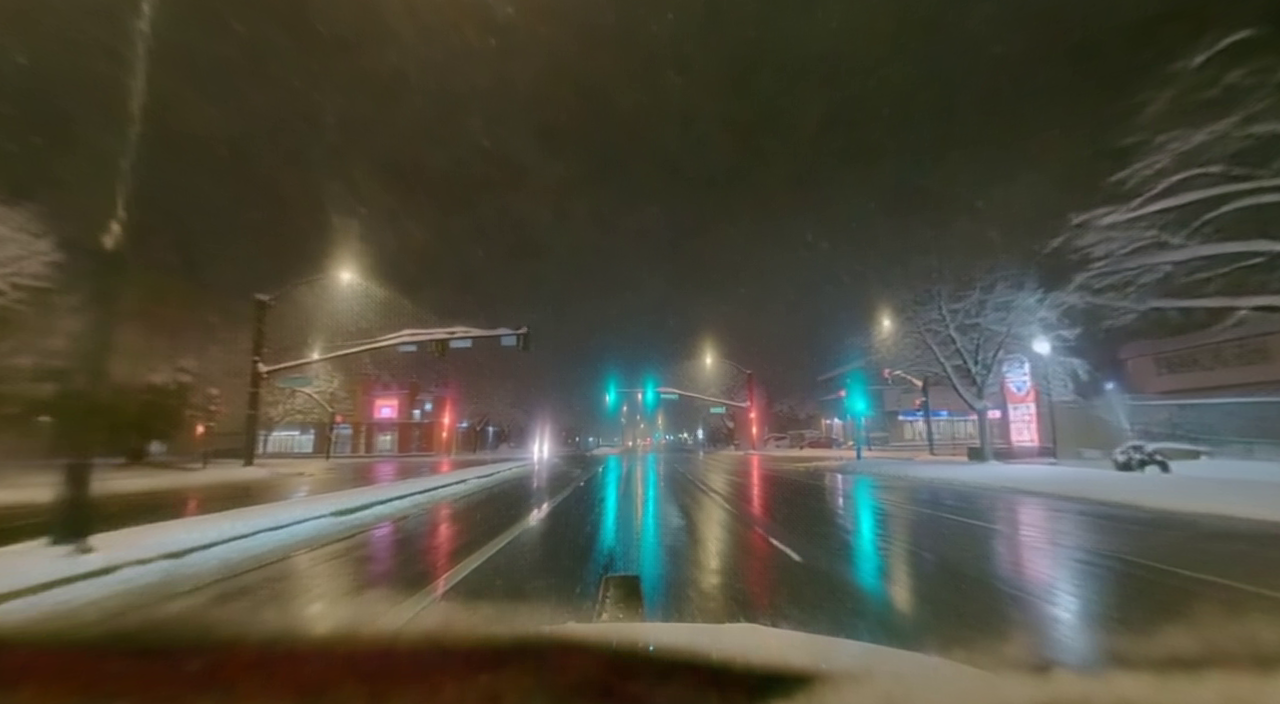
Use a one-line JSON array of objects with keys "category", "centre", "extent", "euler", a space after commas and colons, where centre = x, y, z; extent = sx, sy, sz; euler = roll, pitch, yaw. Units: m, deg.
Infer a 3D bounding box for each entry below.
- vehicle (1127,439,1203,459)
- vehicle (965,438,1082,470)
[{"category": "vehicle", "centre": [41.311, 7.657, 49.781], "extent": [4.157, 1.552, 1.953], "euler": [0, -8, 2]}, {"category": "vehicle", "centre": [18.860, 5.014, 31.212], "extent": [4.545, 1.511, 1.935], "euler": [0, -8, -3]}]
